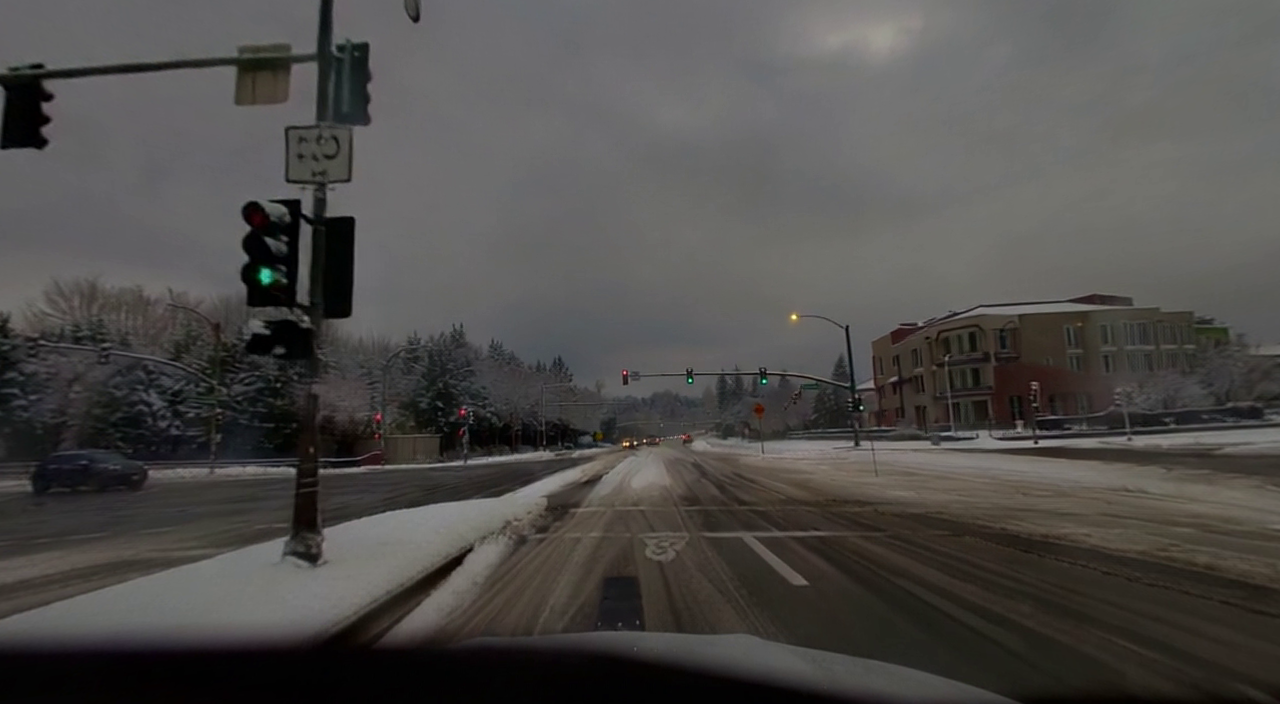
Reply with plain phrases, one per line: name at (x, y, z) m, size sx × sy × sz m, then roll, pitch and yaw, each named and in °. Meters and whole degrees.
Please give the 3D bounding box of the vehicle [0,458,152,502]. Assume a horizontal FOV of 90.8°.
vehicle at (-24.488, 5.519, 27.507) m, size 4.706 × 1.734 × 2.253 m, roll -1°, pitch -8°, yaw 6°

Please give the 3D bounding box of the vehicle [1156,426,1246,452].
vehicle at (40.096, 6.250, 45.381) m, size 2.173 × 1.751 × 4.931 m, roll -1°, pitch -8°, yaw 5°
